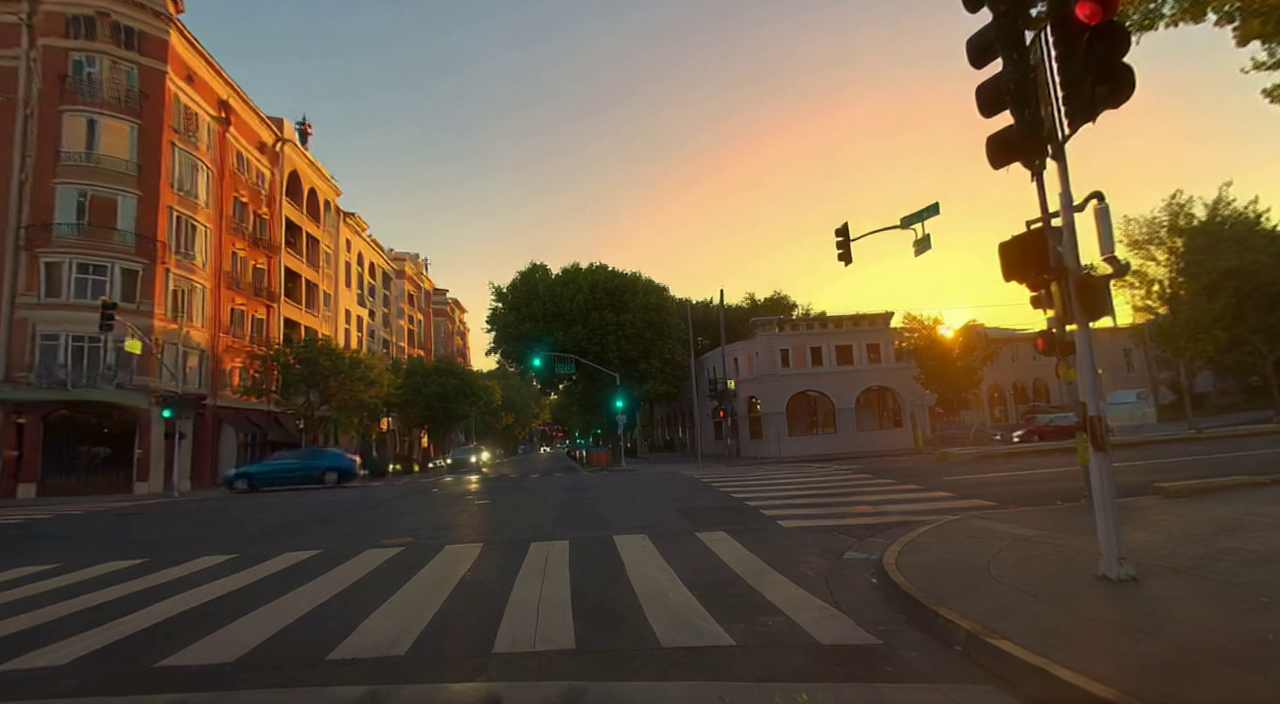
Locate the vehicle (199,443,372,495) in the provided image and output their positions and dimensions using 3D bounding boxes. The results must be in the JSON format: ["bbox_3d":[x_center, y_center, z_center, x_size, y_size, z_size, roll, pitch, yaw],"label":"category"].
[{"bbox_3d":[-11.847,3.934,21.450,4.626,1.636,2.004,1,-8,-7],"label":"vehicle"}]

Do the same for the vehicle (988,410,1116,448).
[{"bbox_3d":[16.961,3.203,26.064,4.320,1.456,1.803,2,-9,-12],"label":"vehicle"}]

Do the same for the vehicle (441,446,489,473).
[{"bbox_3d":[-10.492,6.464,38.154,2.196,1.503,4.371,1,-9,-8],"label":"vehicle"}]
